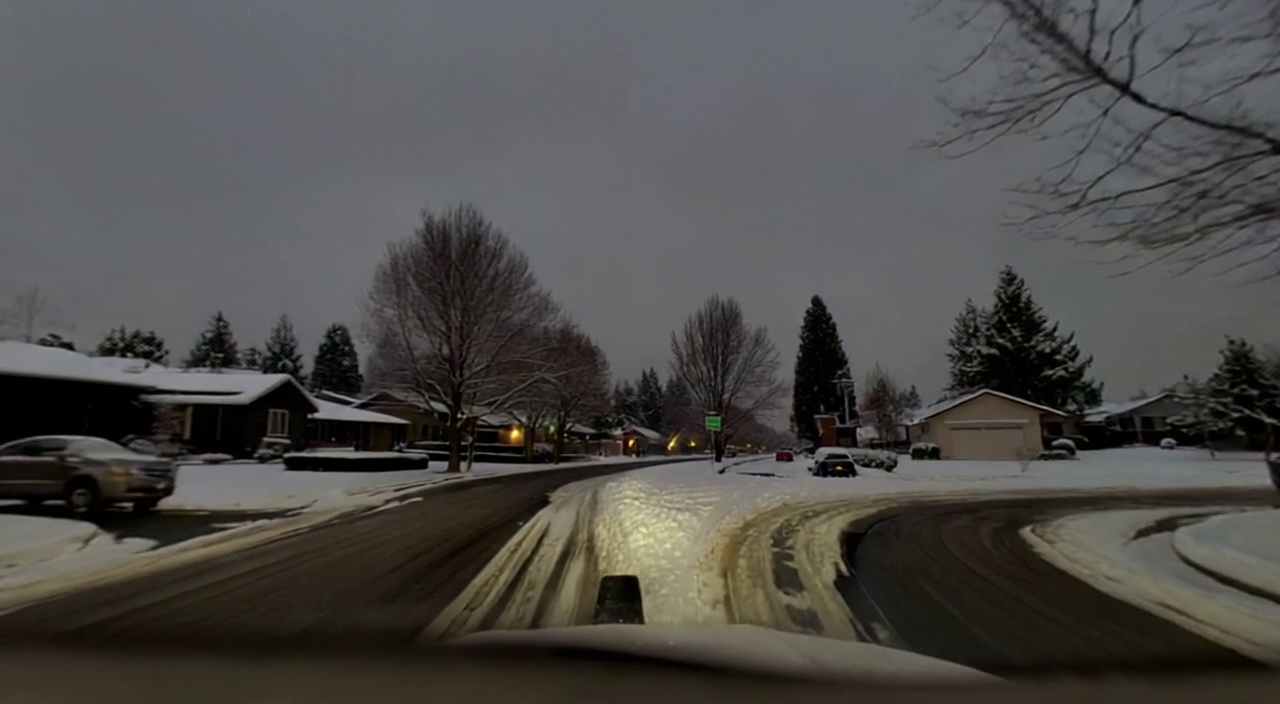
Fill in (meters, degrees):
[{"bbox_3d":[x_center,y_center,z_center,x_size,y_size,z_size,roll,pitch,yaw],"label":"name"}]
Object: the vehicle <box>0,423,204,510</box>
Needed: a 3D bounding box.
[{"bbox_3d":[-12.703,2.431,13.782,4.790,1.627,2.112,1,-5,-1],"label":"vehicle"}]
